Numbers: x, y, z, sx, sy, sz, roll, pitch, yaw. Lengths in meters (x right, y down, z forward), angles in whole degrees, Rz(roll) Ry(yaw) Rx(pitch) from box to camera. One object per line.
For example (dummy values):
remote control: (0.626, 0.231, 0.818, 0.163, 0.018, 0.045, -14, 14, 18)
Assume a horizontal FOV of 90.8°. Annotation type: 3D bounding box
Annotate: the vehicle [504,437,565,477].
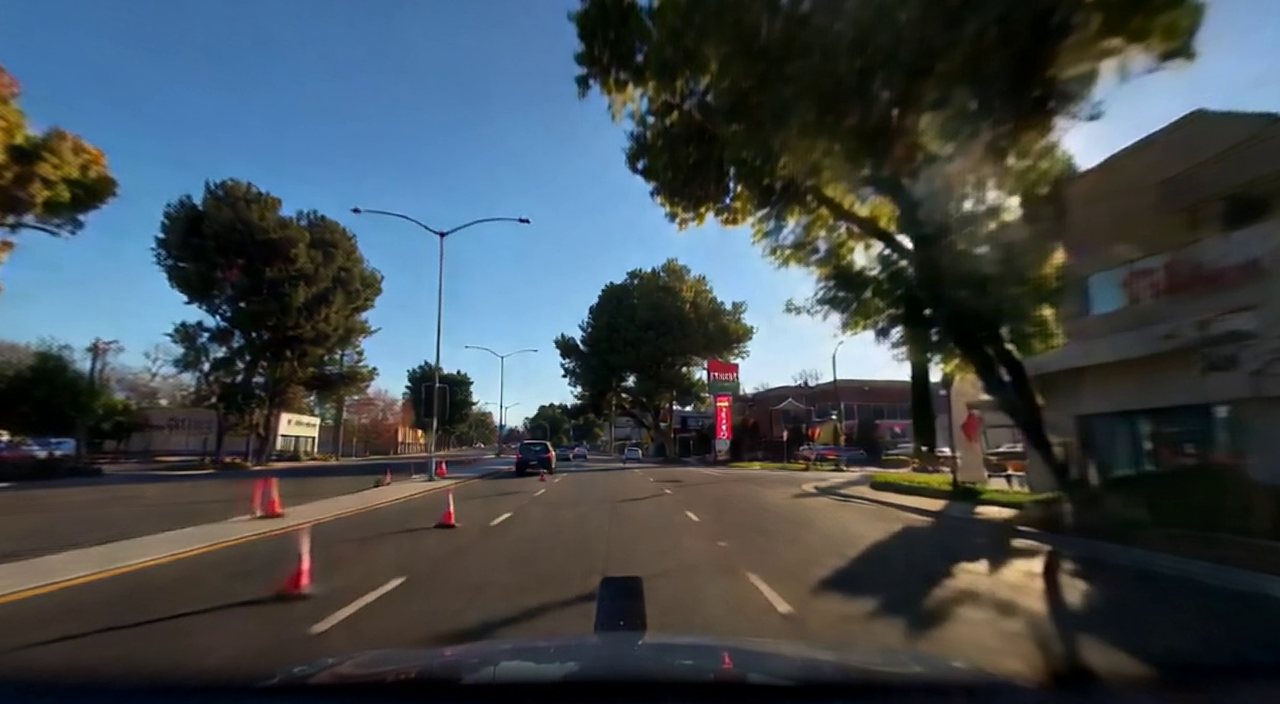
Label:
vehicle: (-4.884, 4.957, 29.945, 2.381, 1.721, 4.186, 0, -9, -4)
